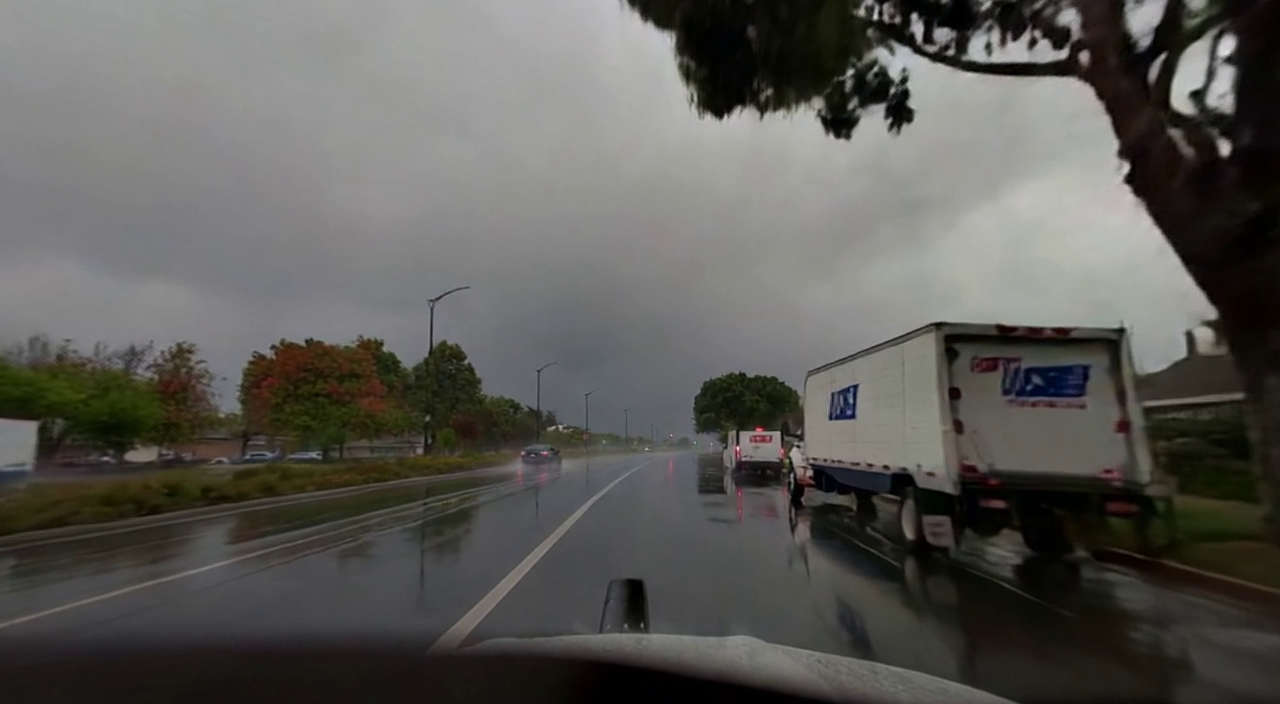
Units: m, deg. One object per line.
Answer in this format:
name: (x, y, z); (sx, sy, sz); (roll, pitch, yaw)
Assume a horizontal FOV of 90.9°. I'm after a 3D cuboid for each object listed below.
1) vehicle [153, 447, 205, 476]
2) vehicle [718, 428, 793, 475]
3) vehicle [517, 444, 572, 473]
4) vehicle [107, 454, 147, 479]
vehicle: (-29.865, 7.030, 40.778); (2.118, 1.670, 4.487); (7, -11, -41)
vehicle: (5.418, 4.811, 30.694); (2.695, 2.013, 6.661); (0, -8, 2)
vehicle: (-5.192, 5.826, 34.914); (2.060, 1.473, 4.645); (0, -8, 3)
vehicle: (-37.517, 8.315, 46.010); (1.989, 1.587, 4.182); (8, -10, -40)
